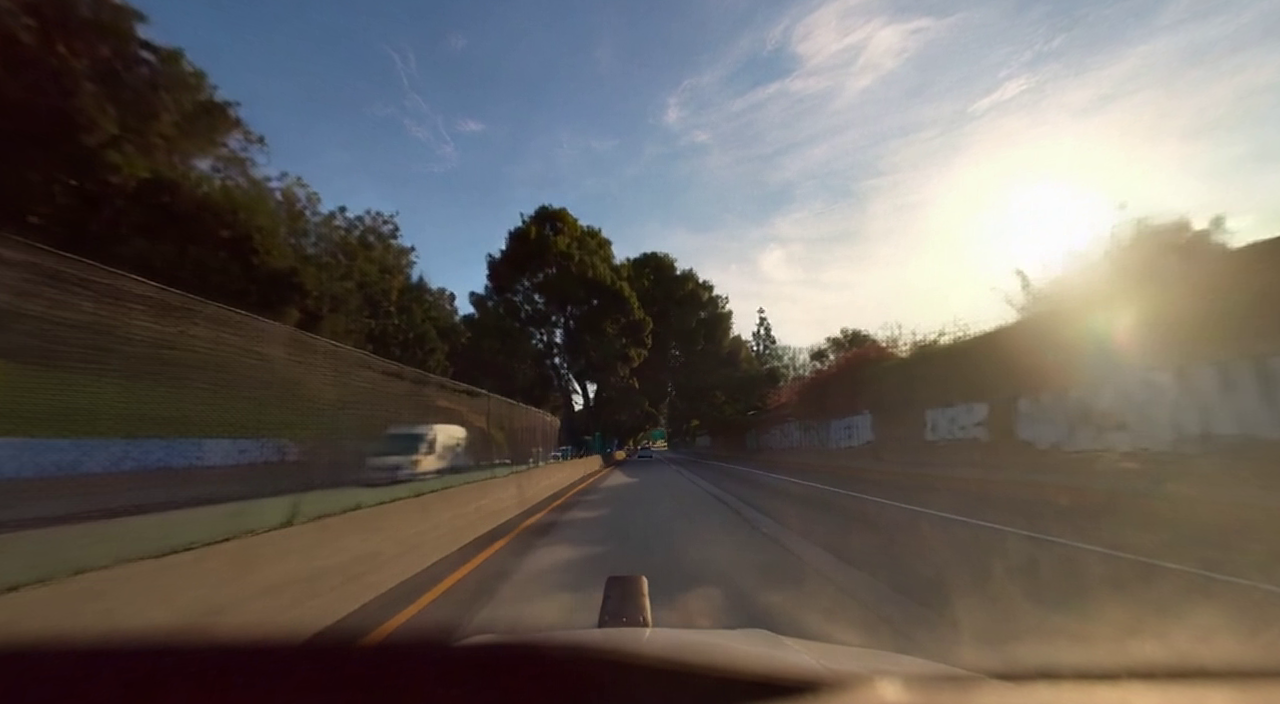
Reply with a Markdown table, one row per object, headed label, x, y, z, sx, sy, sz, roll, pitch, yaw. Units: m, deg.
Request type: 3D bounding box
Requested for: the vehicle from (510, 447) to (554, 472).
| label | x | y | z | sx | sy | sz | roll | pitch | yaw |
| --- | --- | --- | --- | --- | --- | --- | --- | --- | --- |
| vehicle | -6.899 | 6.901 | 40.631 | 2.034 | 1.457 | 4.469 | 0 | -8 | 1 |
